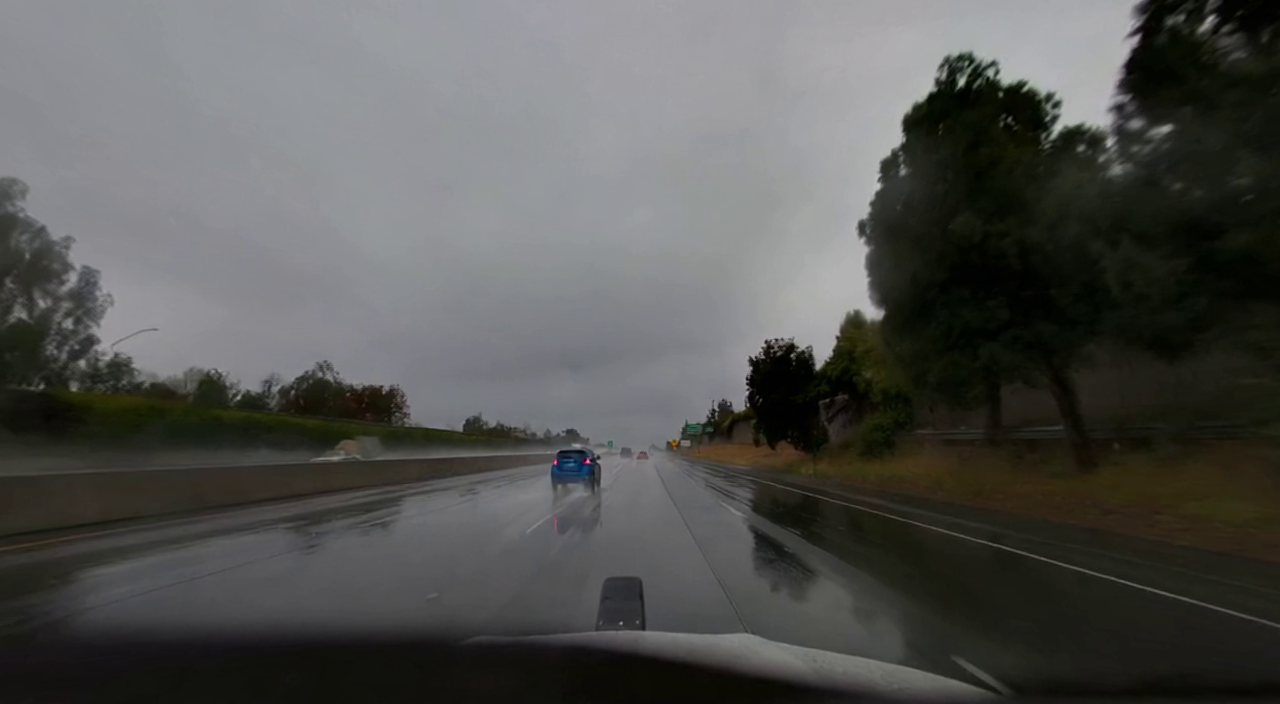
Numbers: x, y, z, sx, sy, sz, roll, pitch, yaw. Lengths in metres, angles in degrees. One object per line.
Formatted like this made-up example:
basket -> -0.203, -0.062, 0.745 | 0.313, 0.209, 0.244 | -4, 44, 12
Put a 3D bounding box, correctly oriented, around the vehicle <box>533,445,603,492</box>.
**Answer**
vehicle -> -2.474, 4.132, 22.698 | 1.908, 1.515, 3.871 | 0, -9, 2
